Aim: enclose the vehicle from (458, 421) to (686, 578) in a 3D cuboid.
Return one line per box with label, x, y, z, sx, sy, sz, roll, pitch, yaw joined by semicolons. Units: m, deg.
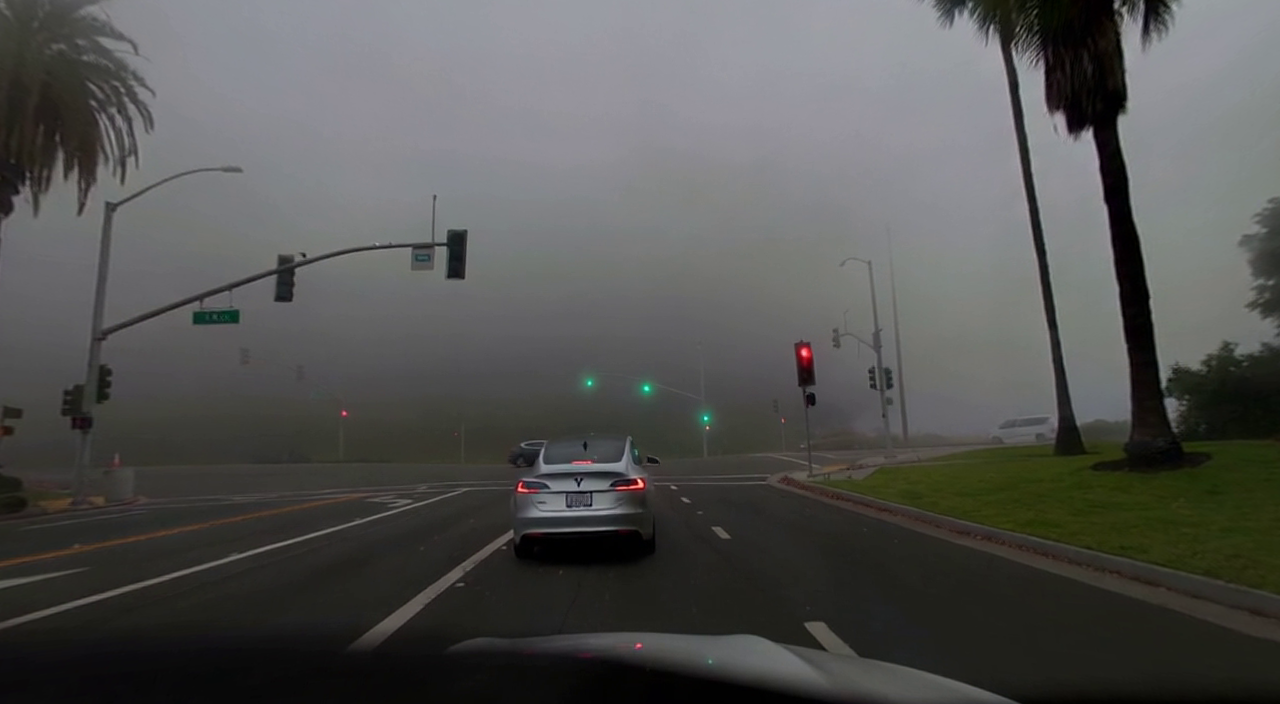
vehicle;-0.648;1.716;8.179;2.152;1.478;4.229;0;-8;0
